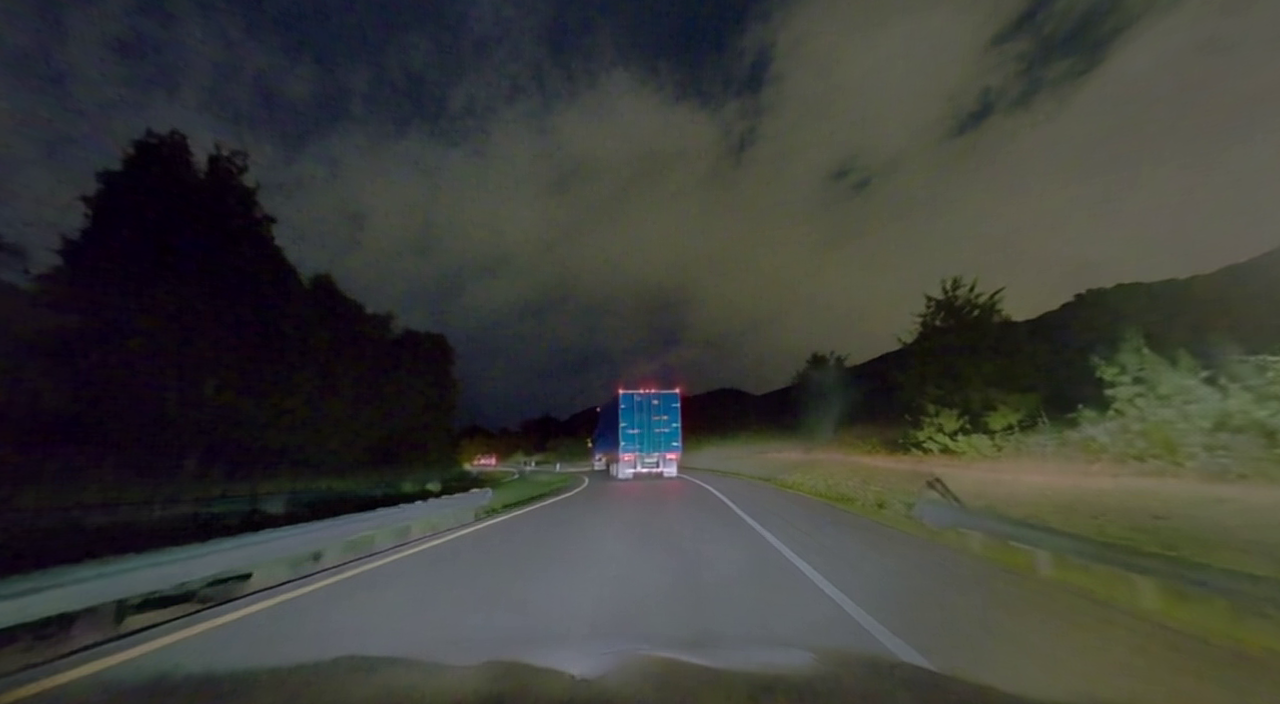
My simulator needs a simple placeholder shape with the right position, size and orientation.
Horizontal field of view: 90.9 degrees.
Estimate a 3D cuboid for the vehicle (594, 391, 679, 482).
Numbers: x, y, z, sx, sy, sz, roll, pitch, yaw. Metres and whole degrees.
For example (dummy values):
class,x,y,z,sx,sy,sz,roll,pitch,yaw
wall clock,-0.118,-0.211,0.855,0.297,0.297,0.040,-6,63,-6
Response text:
class,x,y,z,sx,sy,sz,roll,pitch,yaw
vehicle,-0.607,4.946,36.399,3.087,4.178,13.682,2,-8,-8
